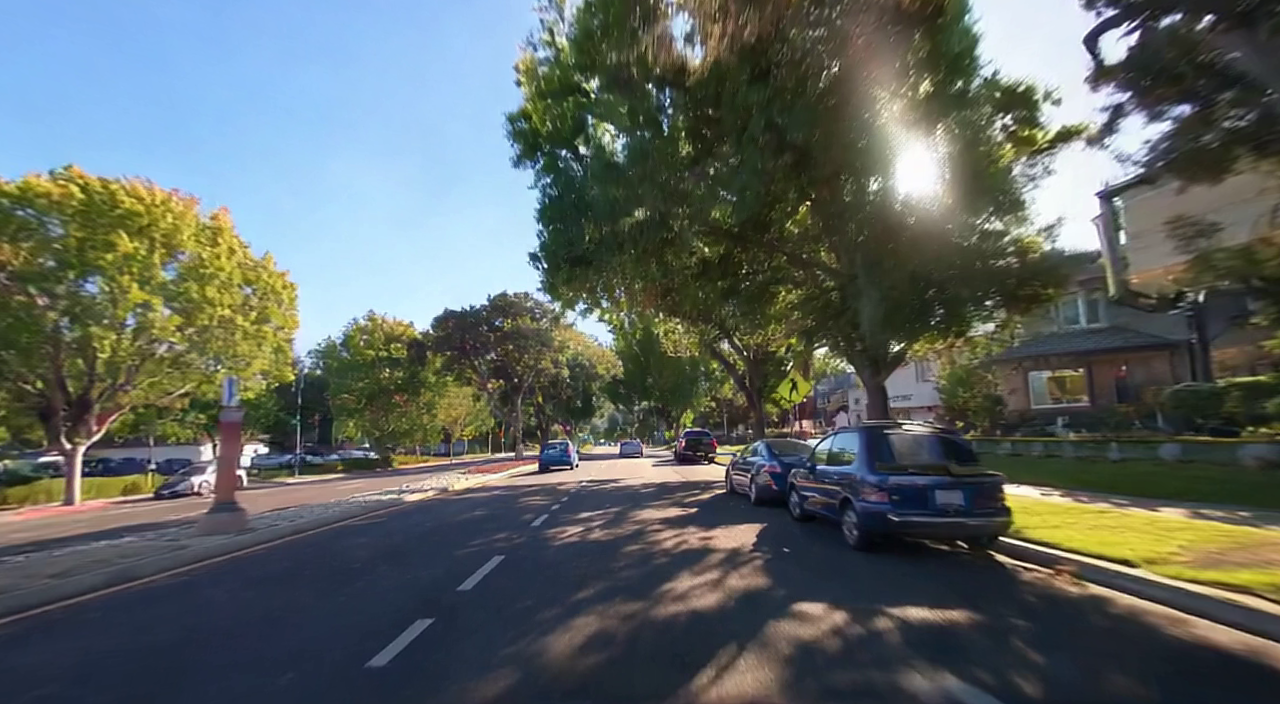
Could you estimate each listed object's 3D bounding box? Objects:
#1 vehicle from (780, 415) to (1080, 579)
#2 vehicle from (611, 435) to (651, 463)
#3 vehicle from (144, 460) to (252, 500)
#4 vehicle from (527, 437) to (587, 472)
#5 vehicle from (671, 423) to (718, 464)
[{"bbox_3d":[3.307,1.728,8.422,1.819,1.554,4.638,0,-8,0],"label":"vehicle"},{"bbox_3d":[-0.524,5.610,36.566,2.187,1.478,4.138,0,-8,-1],"label":"vehicle"},{"bbox_3d":[-19.385,5.585,27.847,1.812,1.499,4.276,0,-8,-3],"label":"vehicle"},{"bbox_3d":[-3.642,4.575,28.399,2.083,1.460,4.527,0,-8,0],"label":"vehicle"},{"bbox_3d":[2.884,5.010,34.492,2.072,2.017,5.590,0,-8,0],"label":"vehicle"}]
